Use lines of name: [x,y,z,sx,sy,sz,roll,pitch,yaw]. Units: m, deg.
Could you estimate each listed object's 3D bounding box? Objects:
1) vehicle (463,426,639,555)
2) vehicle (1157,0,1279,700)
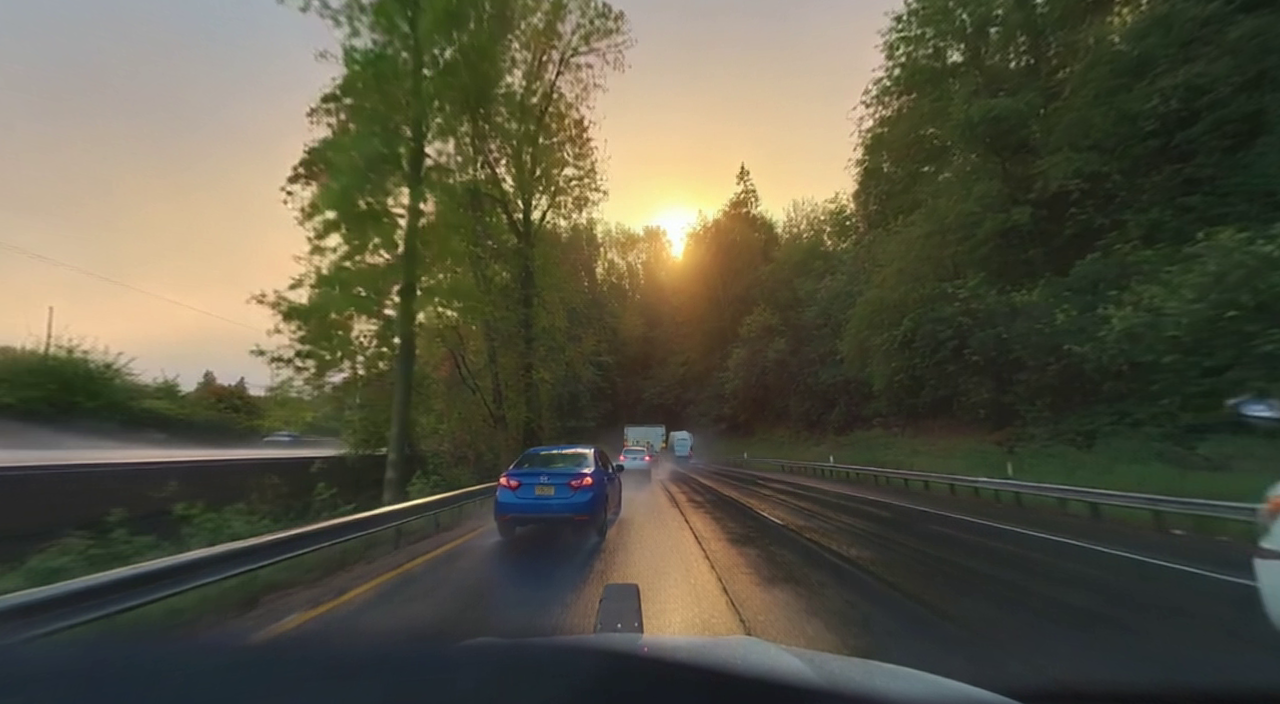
vehicle: [-1.118,2.025,9.792,2.038,1.582,3.729,-1,-9,2]
vehicle: [4.909,-0.628,0.886,2.982,4.187,6.008,0,-9,1]
